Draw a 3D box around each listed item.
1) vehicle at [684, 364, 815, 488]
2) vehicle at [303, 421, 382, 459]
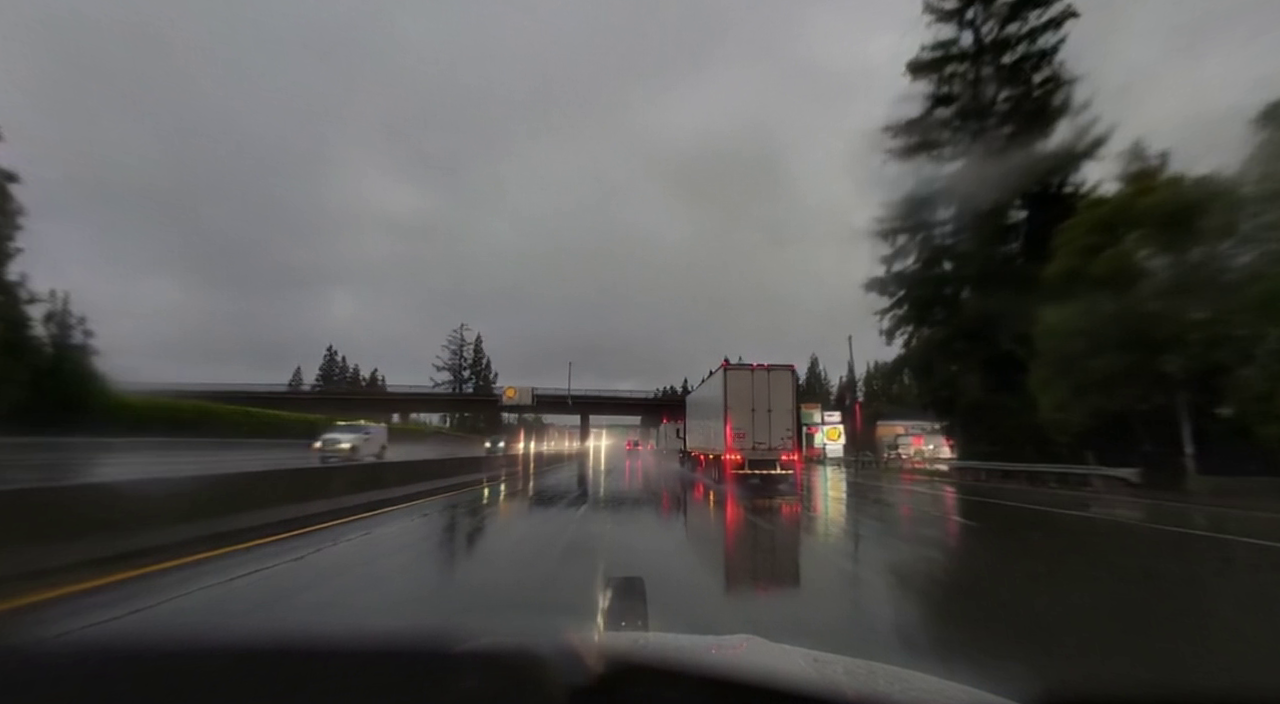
[{"bbox_3d":[4.009,3.429,27.339,2.922,3.987,14.038,0,-9,-1],"label":"vehicle"},{"bbox_3d":[-15.847,4.764,33.864,1.970,1.864,4.662,0,-9,-1],"label":"vehicle"}]
